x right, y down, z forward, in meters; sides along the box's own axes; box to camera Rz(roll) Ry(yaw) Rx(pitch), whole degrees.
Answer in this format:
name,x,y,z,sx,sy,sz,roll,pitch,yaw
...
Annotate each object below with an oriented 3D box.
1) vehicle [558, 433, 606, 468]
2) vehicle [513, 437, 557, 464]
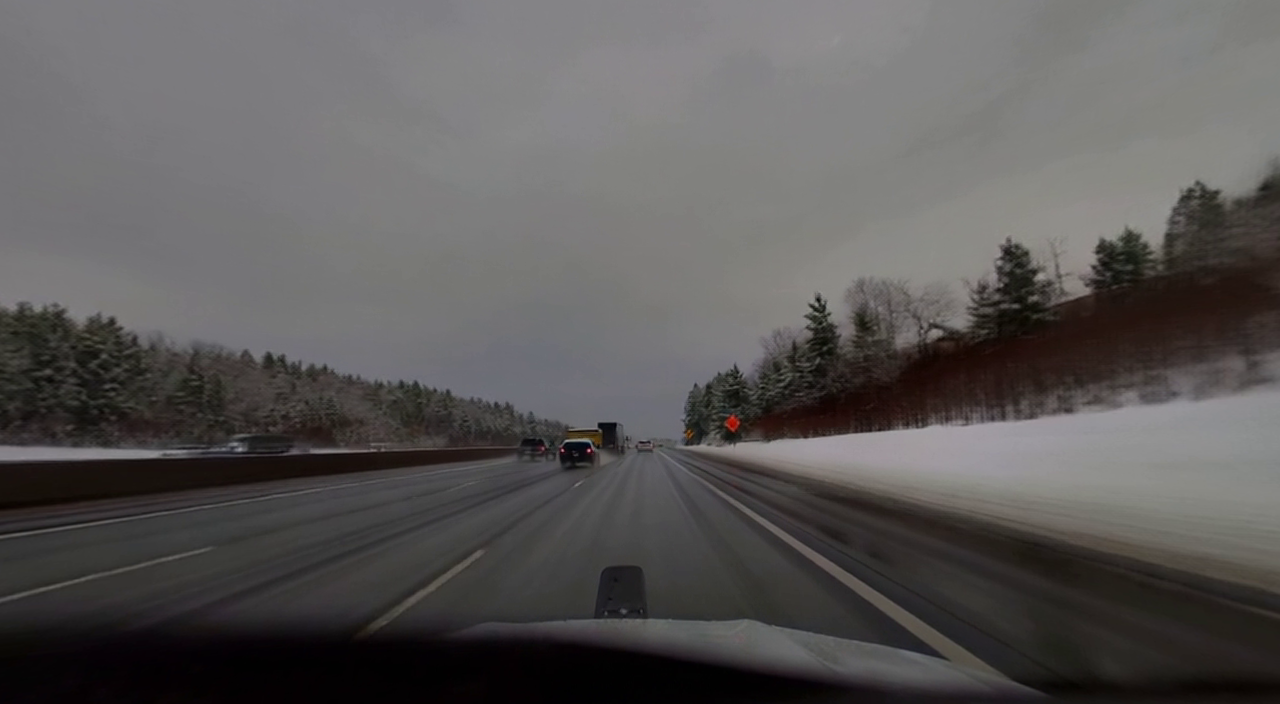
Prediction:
name,x,y,z,sx,sy,sz,roll,pitch,yaw
vehicle,-3.022,5.232,33.466,2.194,1.766,3.720,0,-8,0
vehicle,-7.051,6.680,42.627,2.078,1.729,4.722,0,-8,1
